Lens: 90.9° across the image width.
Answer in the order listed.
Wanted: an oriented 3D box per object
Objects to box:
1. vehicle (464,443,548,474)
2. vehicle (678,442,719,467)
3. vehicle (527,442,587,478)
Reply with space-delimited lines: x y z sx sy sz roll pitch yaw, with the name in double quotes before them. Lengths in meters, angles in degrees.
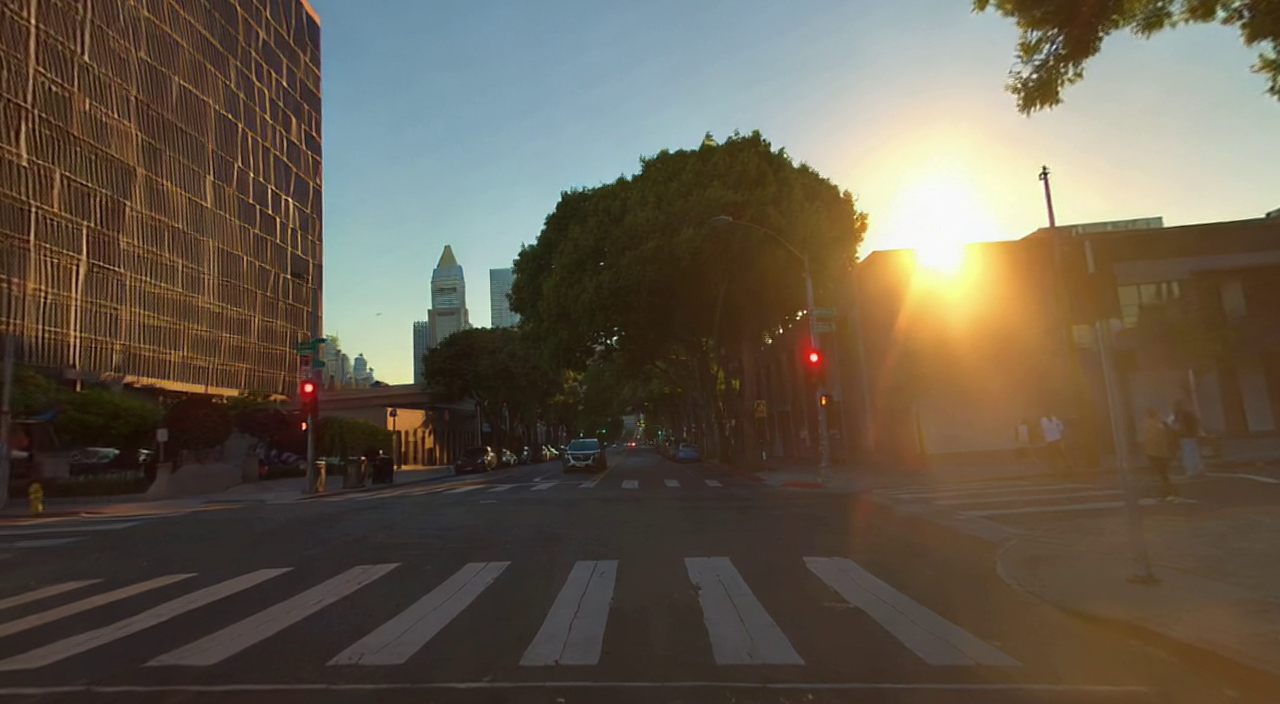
"vehicle" -8.021 6.366 38.019 4.526 1.726 1.963 8 -12 -44
"vehicle" 3.539 6.275 38.859 1.853 1.426 4.160 1 -8 -3
"vehicle" -3.666 4.847 28.637 1.989 1.481 4.500 0 -8 1
